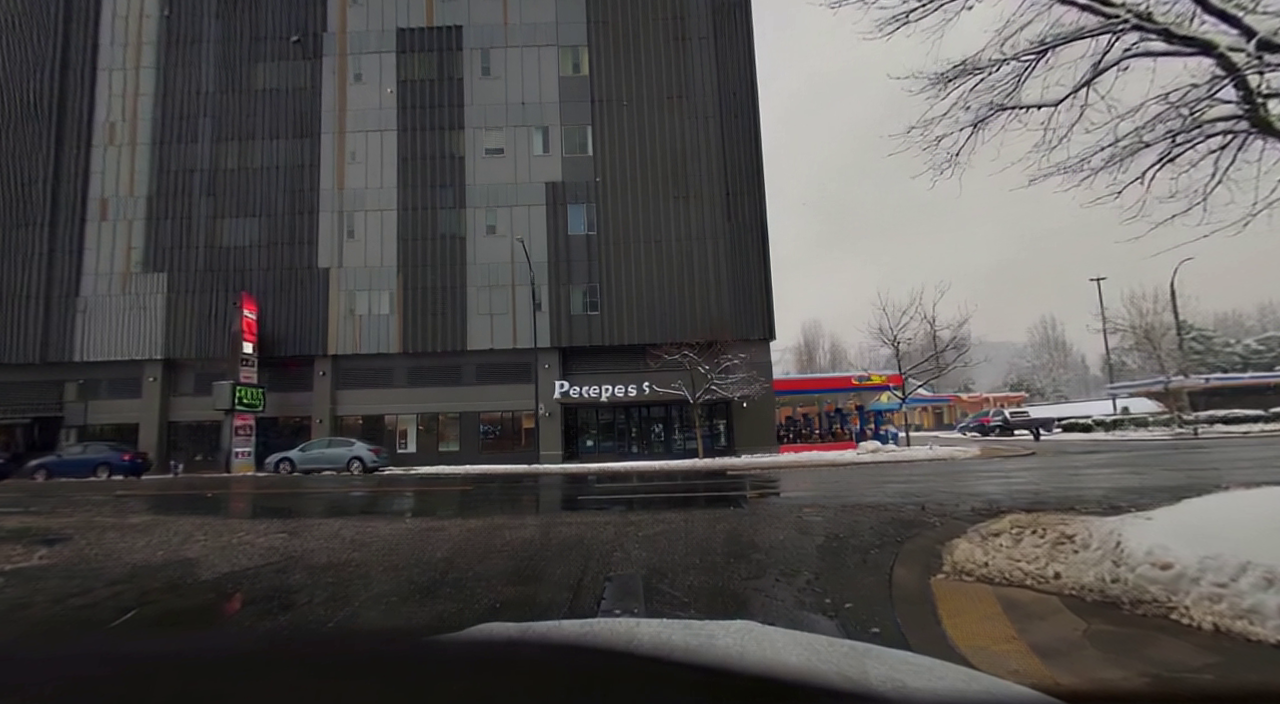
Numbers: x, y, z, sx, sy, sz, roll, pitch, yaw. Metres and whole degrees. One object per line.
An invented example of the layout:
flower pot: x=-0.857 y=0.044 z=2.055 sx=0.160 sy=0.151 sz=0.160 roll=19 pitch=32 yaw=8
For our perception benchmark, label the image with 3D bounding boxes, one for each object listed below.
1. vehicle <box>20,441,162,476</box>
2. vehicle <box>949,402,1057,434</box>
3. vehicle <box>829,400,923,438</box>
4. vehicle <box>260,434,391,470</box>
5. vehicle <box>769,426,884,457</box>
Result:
vehicle: x=-23.614 y=4.587 z=27.293 sx=4.321 sy=1.430 sz=1.775 roll=0 pitch=-9 yaw=-2
vehicle: x=28.555 y=5.213 z=49.859 sx=7.026 sy=2.329 sz=2.545 roll=1 pitch=-6 yaw=-4
vehicle: x=16.085 y=4.602 z=43.292 sx=5.524 sy=2.504 sz=2.196 roll=0 pitch=-9 yaw=-3
vehicle: x=-13.933 y=4.447 z=28.148 sx=4.857 sy=1.497 sz=1.811 roll=0 pitch=-9 yaw=2
vehicle: x=8.623 y=4.180 z=29.460 sx=4.782 sy=1.371 sz=1.763 roll=1 pitch=-9 yaw=-5
